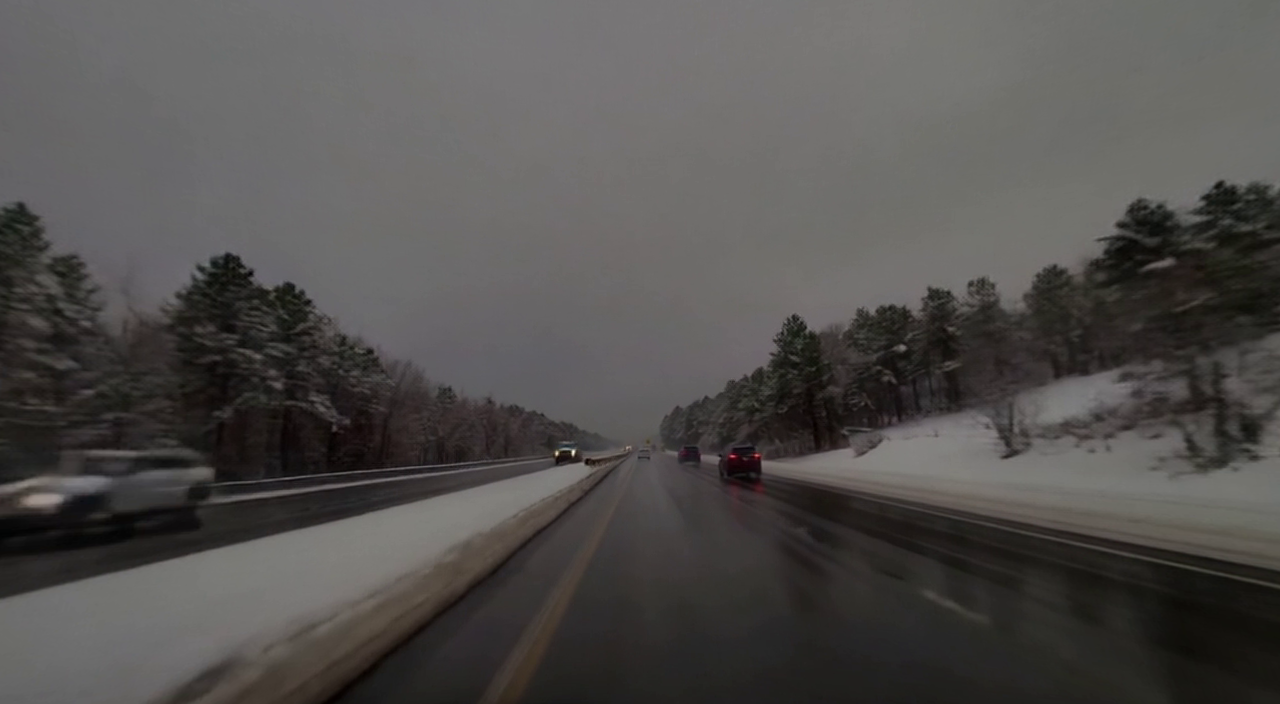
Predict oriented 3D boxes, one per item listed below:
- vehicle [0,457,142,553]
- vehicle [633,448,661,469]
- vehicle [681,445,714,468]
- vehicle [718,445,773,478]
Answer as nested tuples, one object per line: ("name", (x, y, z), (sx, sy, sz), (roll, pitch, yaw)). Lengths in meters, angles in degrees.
("vehicle", (-12.188, 2.858, 11.977), (1.952, 1.629, 4.189), (0, -9, 0))
("vehicle", (0.485, 7.958, 47.246), (1.991, 1.459, 3.769), (0, -9, 0))
("vehicle", (4.370, 8.051, 48.561), (2.122, 1.662, 4.392), (0, -9, 0))
("vehicle", (5.050, 5.310, 30.753), (1.964, 1.513, 3.707), (0, -9, -1))
